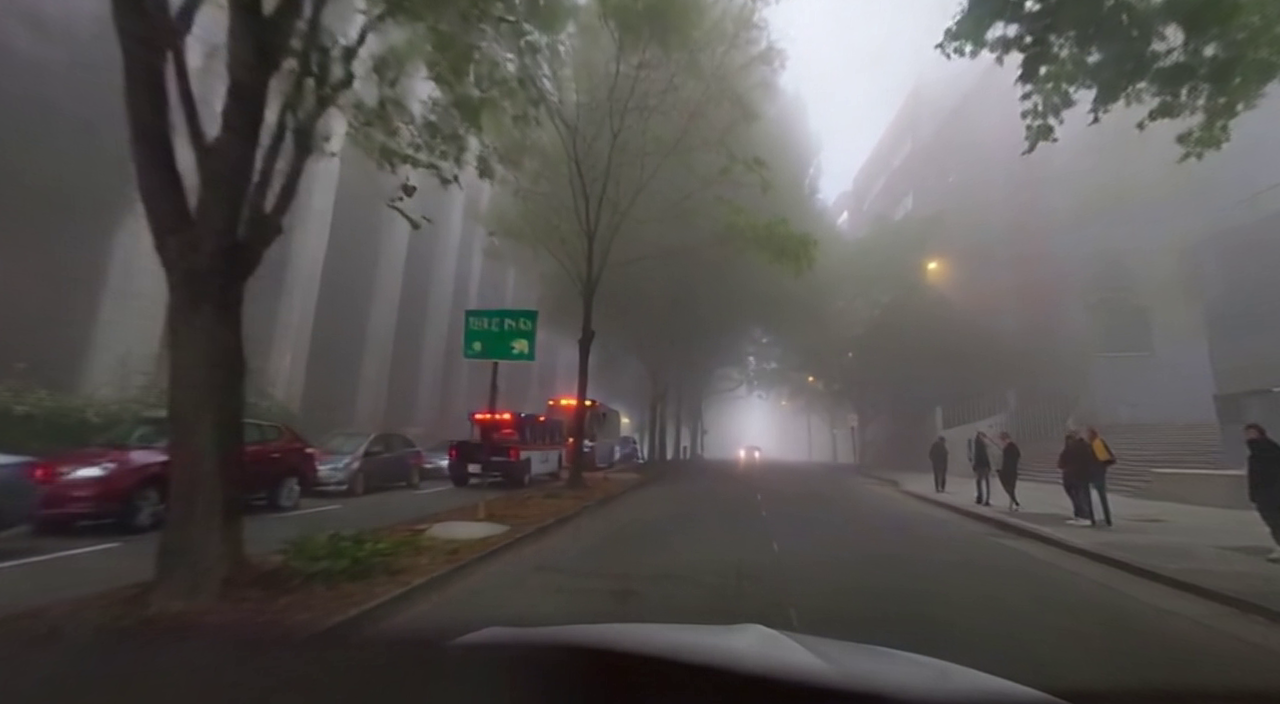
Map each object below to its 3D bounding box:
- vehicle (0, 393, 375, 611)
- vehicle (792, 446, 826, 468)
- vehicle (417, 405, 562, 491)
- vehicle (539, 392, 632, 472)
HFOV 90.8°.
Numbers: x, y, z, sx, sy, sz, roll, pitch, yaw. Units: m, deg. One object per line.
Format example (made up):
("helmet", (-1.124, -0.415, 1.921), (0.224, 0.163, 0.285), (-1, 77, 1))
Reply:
("vehicle", (-4.980, 1.366, 6.614), (1.826, 1.488, 4.628), (-2, -8, 9))
("vehicle", (12.926, 8.018, 48.409), (1.888, 1.536, 4.381), (-1, -8, 7))
("vehicle", (-3.613, 2.455, 16.283), (1.988, 1.855, 4.599), (-1, -8, 9))
("vehicle", (-1.913, 3.158, 24.543), (2.268, 2.708, 5.699), (-1, -8, 9))
